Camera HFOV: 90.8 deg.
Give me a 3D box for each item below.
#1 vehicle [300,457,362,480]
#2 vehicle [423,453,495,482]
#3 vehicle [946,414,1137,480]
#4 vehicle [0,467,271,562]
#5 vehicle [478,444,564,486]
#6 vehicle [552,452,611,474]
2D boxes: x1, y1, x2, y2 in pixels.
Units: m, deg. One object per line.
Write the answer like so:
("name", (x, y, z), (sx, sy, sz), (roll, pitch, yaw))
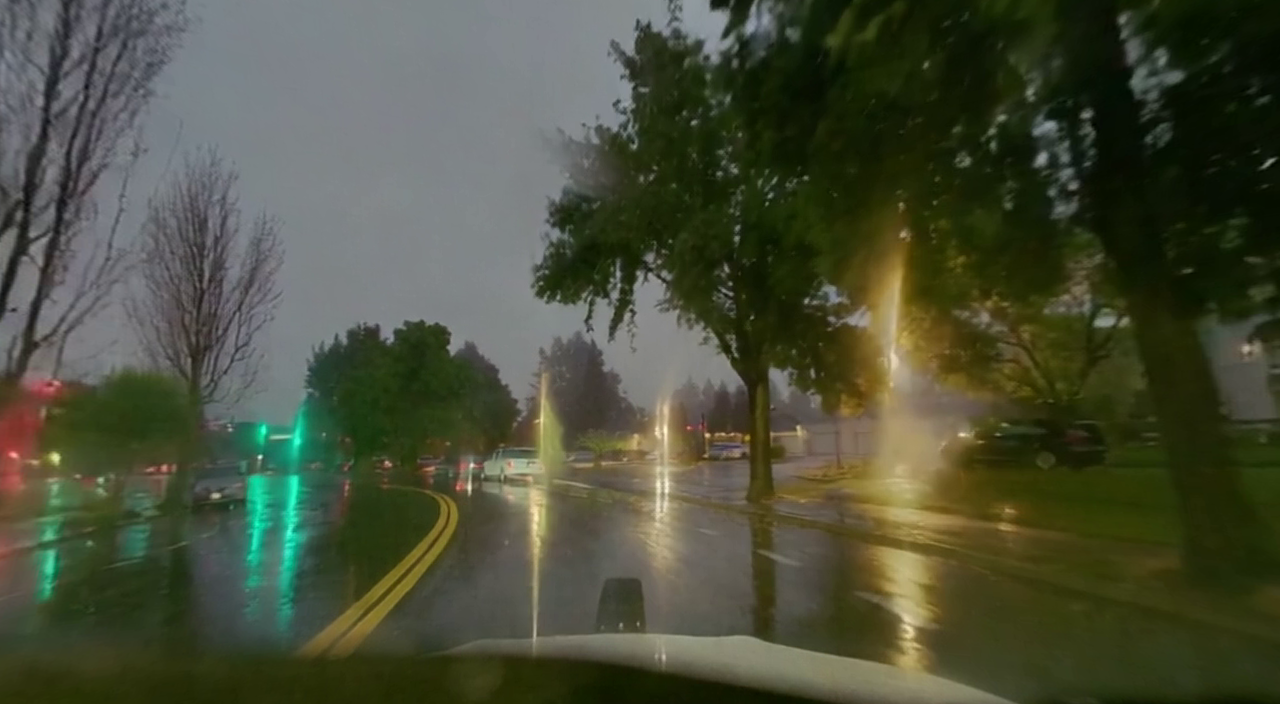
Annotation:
("vehicle", (-22.259, 8.362, 45.426), (4.713, 1.508, 1.884), (-6, -10, 35))
("vehicle", (-10.258, 6.463, 35.672), (2.066, 1.509, 4.579), (7, -11, -41))
("vehicle", (11.112, 2.693, 17.889), (4.248, 1.657, 1.940), (-4, -10, 27))
("vehicle", (-10.503, 3.195, 13.211), (2.876, 1.170, 6.732), (-2, -8, -13))
("vehicle", (-5.685, 5.230, 29.669), (2.289, 1.785, 4.944), (5, -10, -32))
("vehicle", (-4.096, 7.870, 44.918), (2.218, 1.373, 4.156), (-5, -10, 29))
